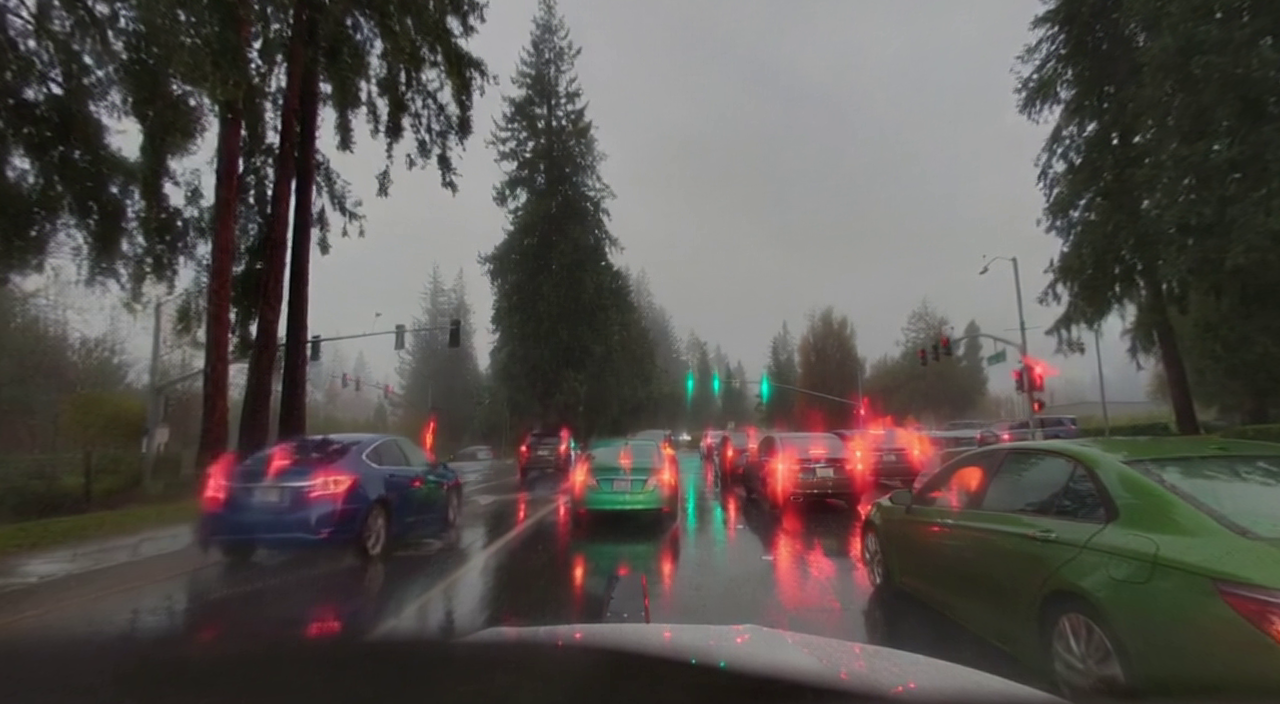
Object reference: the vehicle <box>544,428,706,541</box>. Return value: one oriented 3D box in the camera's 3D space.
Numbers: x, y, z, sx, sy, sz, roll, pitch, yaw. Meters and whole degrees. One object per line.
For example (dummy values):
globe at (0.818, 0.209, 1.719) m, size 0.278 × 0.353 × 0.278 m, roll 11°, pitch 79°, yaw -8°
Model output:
vehicle at (-0.209, 2.055, 10.360) m, size 2.147 × 1.479 × 3.803 m, roll 0°, pitch -8°, yaw 0°

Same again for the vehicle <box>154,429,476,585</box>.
vehicle at (-3.732, 1.831, 8.383) m, size 1.935 × 1.482 × 4.433 m, roll 0°, pitch -8°, yaw 0°

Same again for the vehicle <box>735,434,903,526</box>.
vehicle at (3.195, 2.345, 12.306) m, size 1.975 × 1.460 × 4.357 m, roll 0°, pitch -8°, yaw 0°

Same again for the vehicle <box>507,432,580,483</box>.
vehicle at (-3.474, 3.877, 23.454) m, size 1.961 × 1.714 × 4.268 m, roll 0°, pitch -8°, yaw 1°

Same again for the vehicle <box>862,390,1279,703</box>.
vehicle at (3.145, 1.153, 4.036) m, size 1.903 × 1.480 × 4.270 m, roll 0°, pitch -8°, yaw 0°
